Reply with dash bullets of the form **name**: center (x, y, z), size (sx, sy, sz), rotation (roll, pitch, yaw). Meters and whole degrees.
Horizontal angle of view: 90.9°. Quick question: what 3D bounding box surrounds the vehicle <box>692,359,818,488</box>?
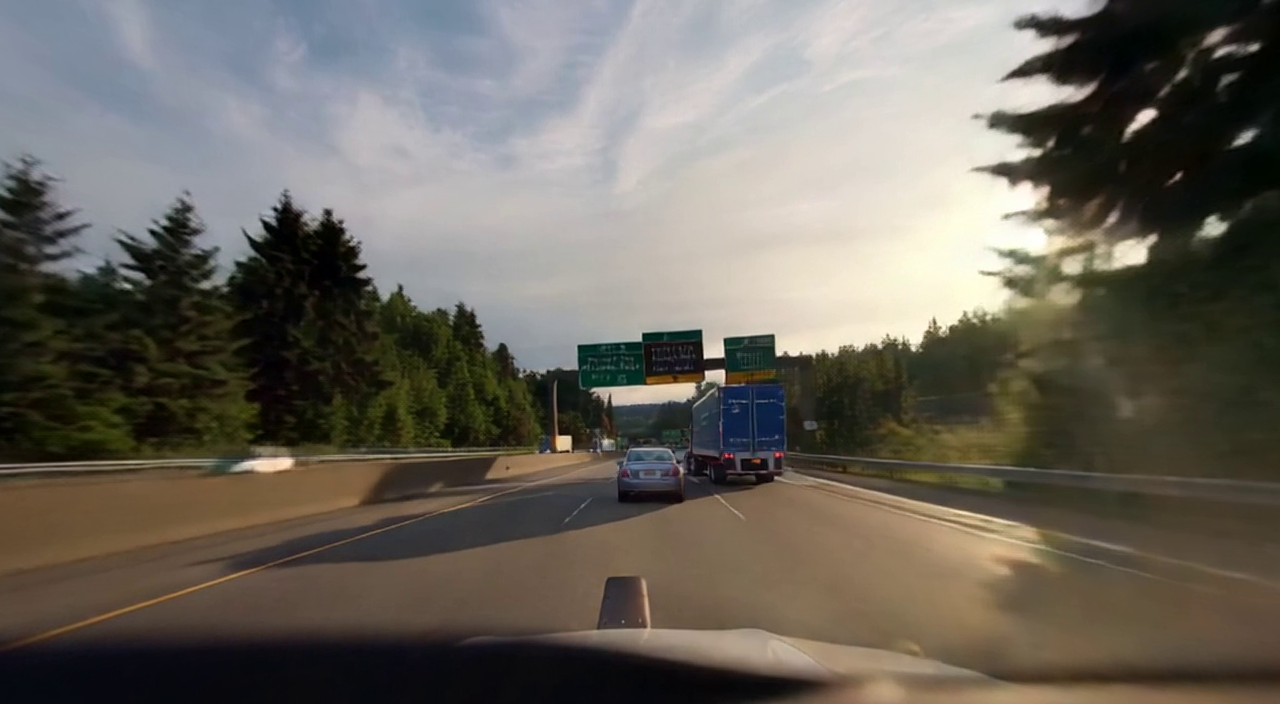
- **vehicle**: center (4.128, 3.289, 26.498), size (2.960, 4.018, 13.834), rotation (0, -9, 1)

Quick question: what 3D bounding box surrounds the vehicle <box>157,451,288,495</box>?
- **vehicle**: center (-15.391, 4.447, 23.574), size (1.769, 1.450, 4.404), rotation (0, -9, 2)

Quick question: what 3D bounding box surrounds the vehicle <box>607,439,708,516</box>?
- **vehicle**: center (0.349, 2.921, 15.179), size (2.039, 1.532, 4.610), rotation (0, -9, 0)
